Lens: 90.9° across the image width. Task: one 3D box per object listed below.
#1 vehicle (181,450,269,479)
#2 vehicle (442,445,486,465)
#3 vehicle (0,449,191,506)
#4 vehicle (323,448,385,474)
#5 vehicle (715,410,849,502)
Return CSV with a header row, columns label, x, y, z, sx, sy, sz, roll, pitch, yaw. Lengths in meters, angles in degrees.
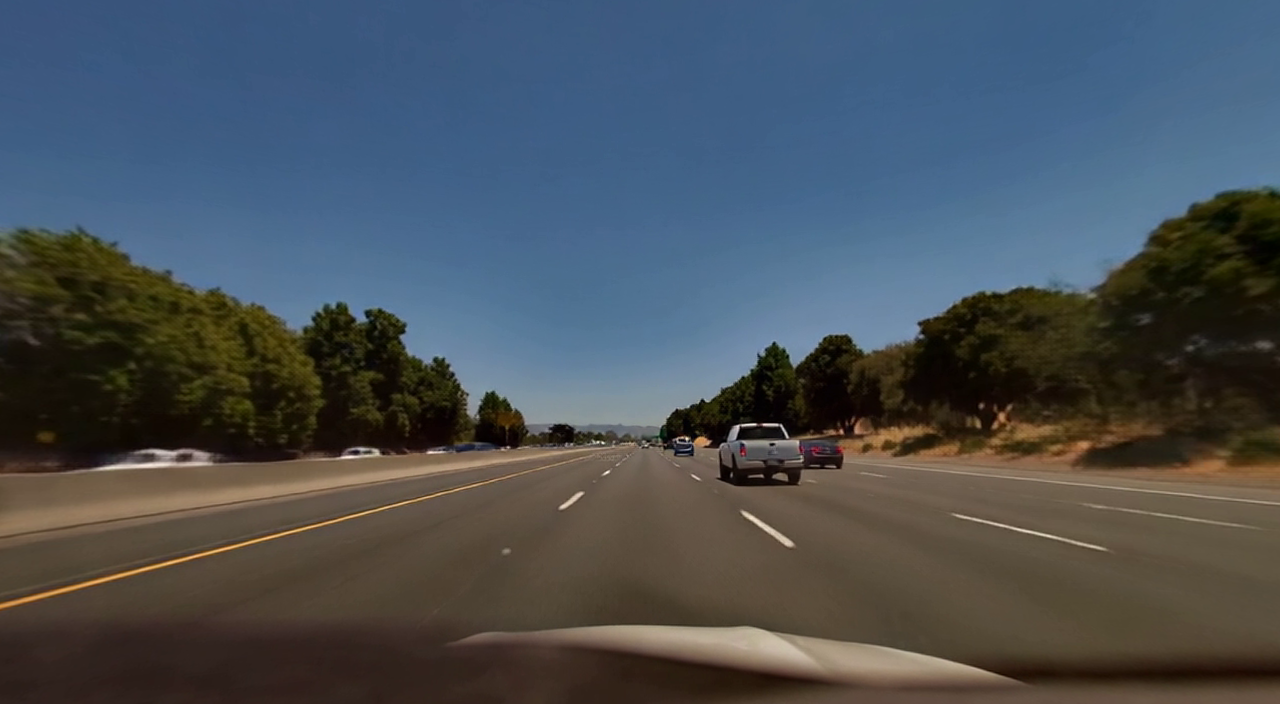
label,x,y,z,sx,sy,sz,roll,pitch,yaw
vehicle,-24.886,6.738,38.048,1.935,1.520,4.897,-1,-8,1
vehicle,-13.576,7.945,48.876,1.930,1.493,4.830,-1,-8,1
vehicle,-16.394,3.751,19.378,1.865,1.466,4.452,-1,-8,1
vehicle,-17.632,6.698,39.093,1.869,1.457,4.240,-1,-8,0
vehicle,3.447,2.700,16.731,2.218,1.964,5.662,-1,-8,0
